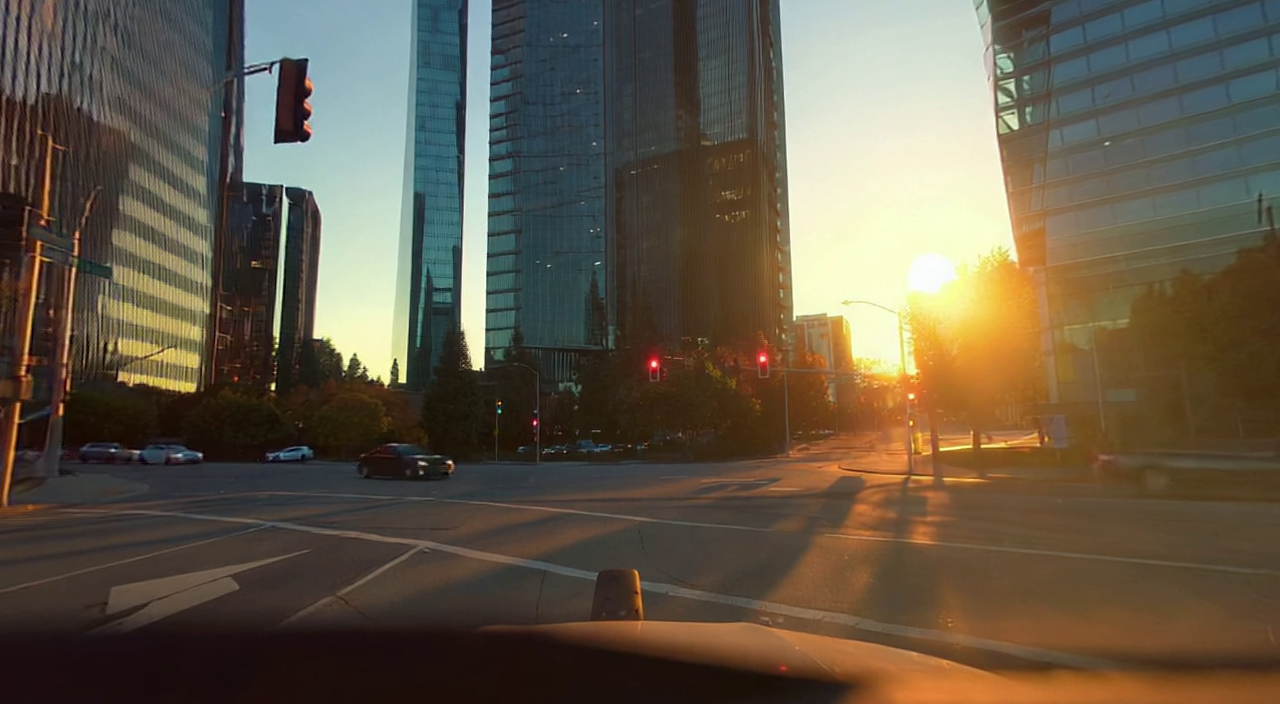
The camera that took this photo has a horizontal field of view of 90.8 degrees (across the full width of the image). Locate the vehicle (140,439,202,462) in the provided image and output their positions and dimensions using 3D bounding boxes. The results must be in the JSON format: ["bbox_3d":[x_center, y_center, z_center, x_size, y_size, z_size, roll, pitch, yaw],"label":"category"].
[{"bbox_3d":[-33.769,7.083,45.444,4.110,1.511,1.883,-5,-10,28],"label":"vehicle"}]

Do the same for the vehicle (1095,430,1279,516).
[{"bbox_3d":[12.428,2.446,13.065,4.698,1.609,1.975,-7,-11,37],"label":"vehicle"}]

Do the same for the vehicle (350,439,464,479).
[{"bbox_3d":[-9.432,4.262,25.424,4.798,1.461,1.939,-7,-11,37],"label":"vehicle"}]
